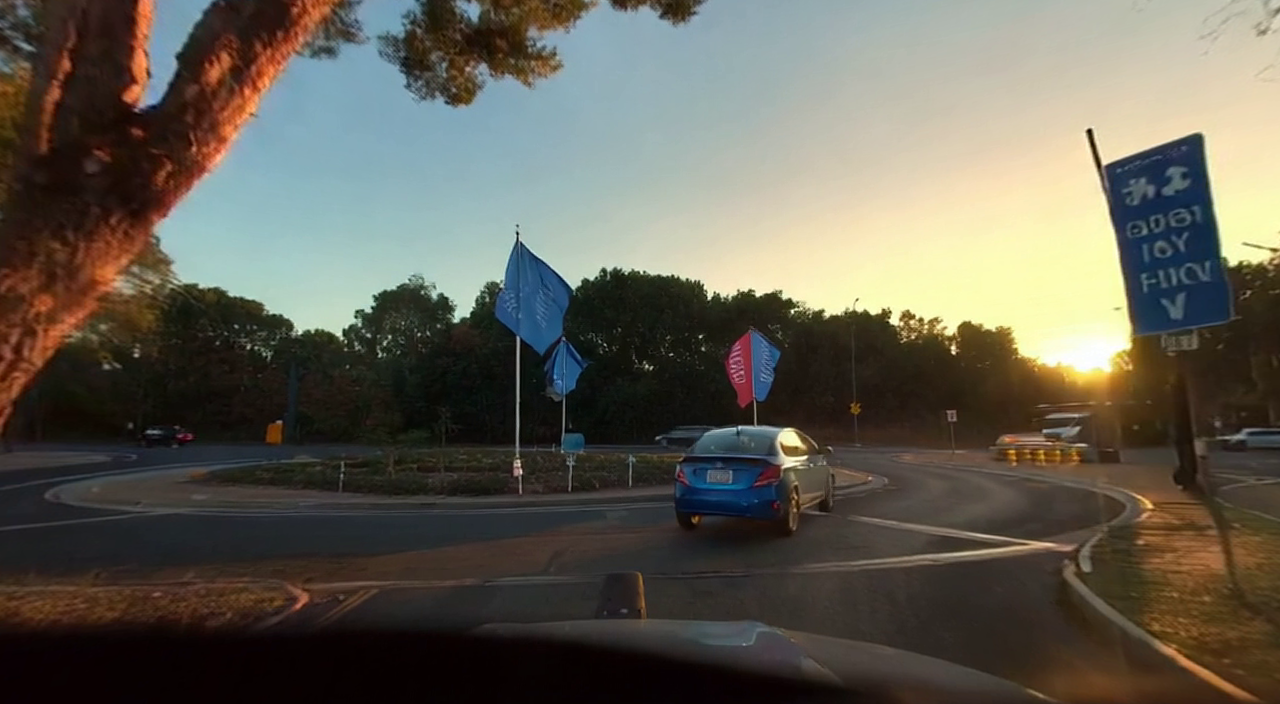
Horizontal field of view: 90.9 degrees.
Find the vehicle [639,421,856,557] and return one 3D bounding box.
[{"bbox_3d":[1.874,1.991,9.836,2.078,1.607,4.010,-5,-10,29],"label":"vehicle"}]

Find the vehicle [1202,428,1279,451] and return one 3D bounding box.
[{"bbox_3d":[44.131,6.433,46.071,4.045,1.569,1.781,-2,-9,10],"label":"vehicle"}]
